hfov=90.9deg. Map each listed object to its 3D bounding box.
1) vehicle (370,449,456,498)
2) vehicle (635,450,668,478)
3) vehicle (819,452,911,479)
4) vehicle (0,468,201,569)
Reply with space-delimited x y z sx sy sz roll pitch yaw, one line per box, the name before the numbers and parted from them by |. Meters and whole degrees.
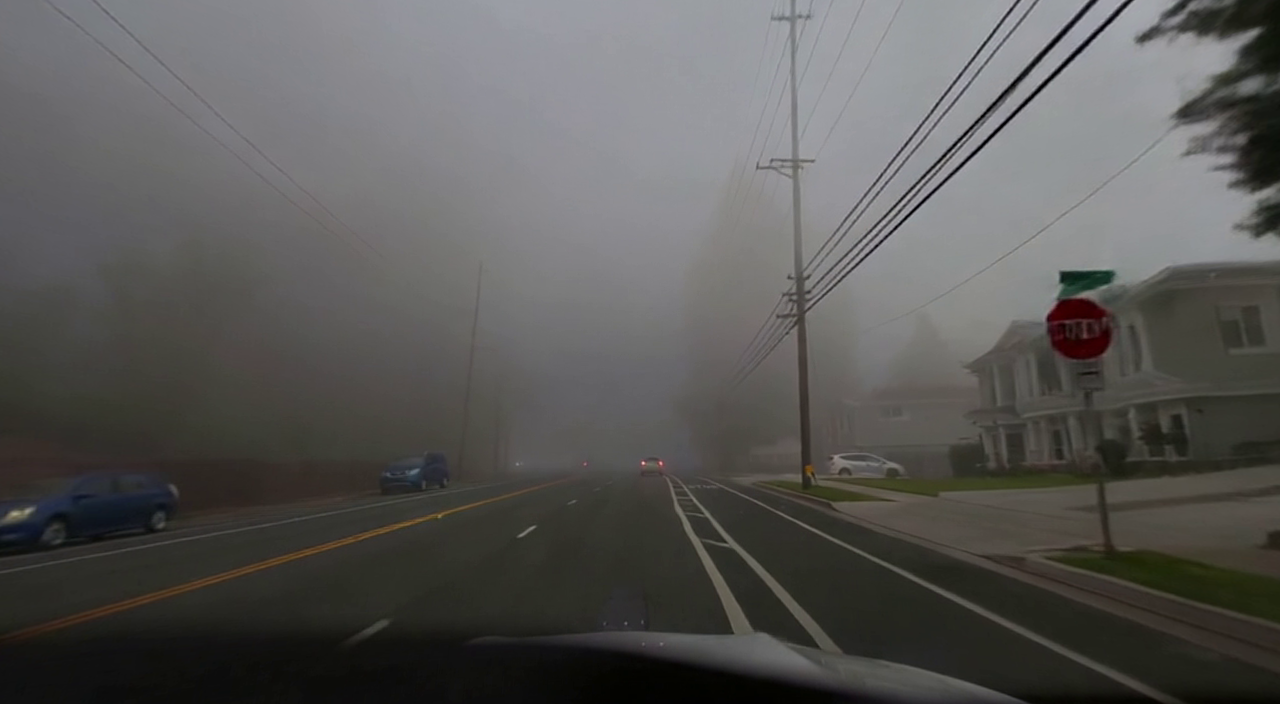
vehicle | -10.568 5.662 29.822 1.998 2.047 5.167 0 -8 1
vehicle | 0.855 8.127 46.131 2.284 1.741 4.702 2 -8 2
vehicle | 13.183 6.647 37.071 4.648 1.511 1.919 0 -8 -1
vehicle | -11.387 3.154 12.632 1.965 1.455 4.472 0 -8 -1
